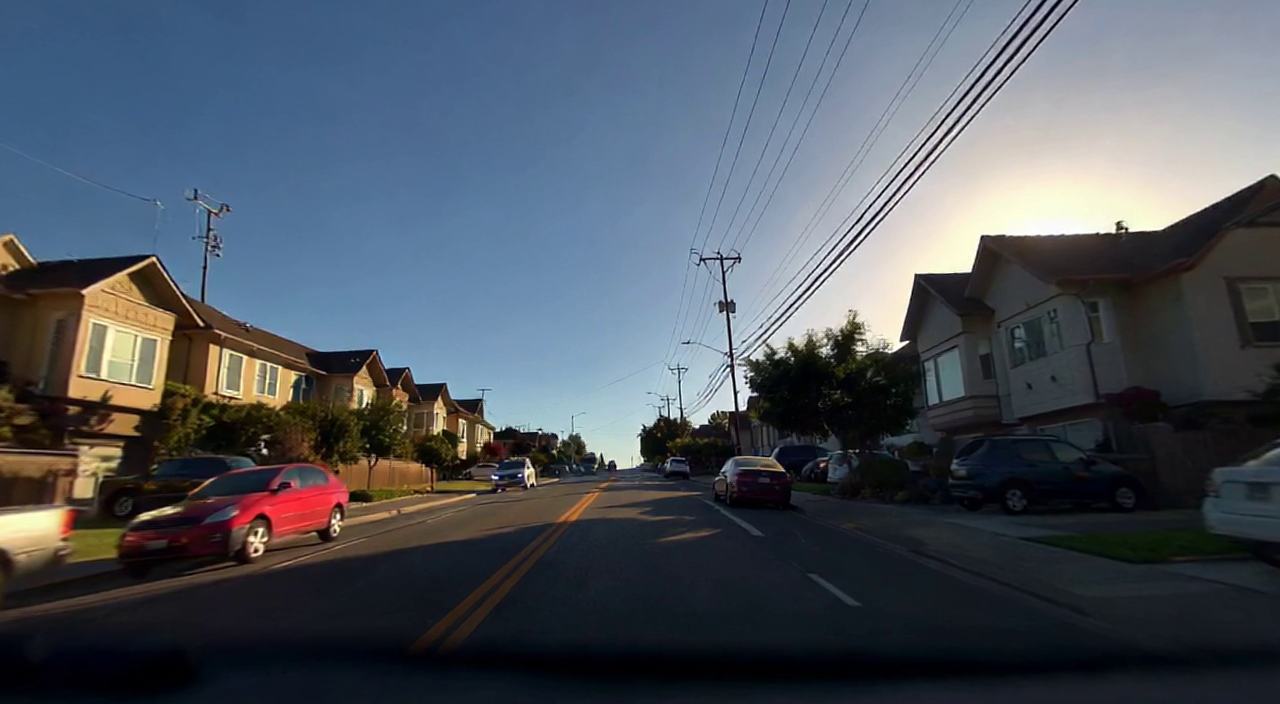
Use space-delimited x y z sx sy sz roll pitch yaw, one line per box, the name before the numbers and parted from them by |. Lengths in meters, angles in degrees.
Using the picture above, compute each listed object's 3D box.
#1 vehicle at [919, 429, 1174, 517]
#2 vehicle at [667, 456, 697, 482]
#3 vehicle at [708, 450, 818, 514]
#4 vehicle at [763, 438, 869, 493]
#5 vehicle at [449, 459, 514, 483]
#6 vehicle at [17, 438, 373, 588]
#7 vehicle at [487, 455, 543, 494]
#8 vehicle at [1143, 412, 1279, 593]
vehicle | 8.246 2.464 13.150 3.866 1.664 2.015 0 -8 0
vehicle | 3.101 8.679 47.018 1.945 1.792 3.903 0 -8 0
vehicle | 3.280 3.554 17.799 2.076 1.513 4.305 0 -8 -2
vehicle | 6.855 4.589 25.451 2.764 1.753 5.704 -5 -11 2
vehicle | -12.116 9.125 48.546 4.480 1.665 1.930 0 -9 -1
vehicle | -6.180 2.283 9.805 1.971 1.631 4.944 -2 -10 -1
vehicle | -6.381 6.302 32.822 2.056 1.741 4.532 -2 -10 -1
vehicle | 7.918 1.362 5.859 4.698 1.554 2.118 0 -8 -1
